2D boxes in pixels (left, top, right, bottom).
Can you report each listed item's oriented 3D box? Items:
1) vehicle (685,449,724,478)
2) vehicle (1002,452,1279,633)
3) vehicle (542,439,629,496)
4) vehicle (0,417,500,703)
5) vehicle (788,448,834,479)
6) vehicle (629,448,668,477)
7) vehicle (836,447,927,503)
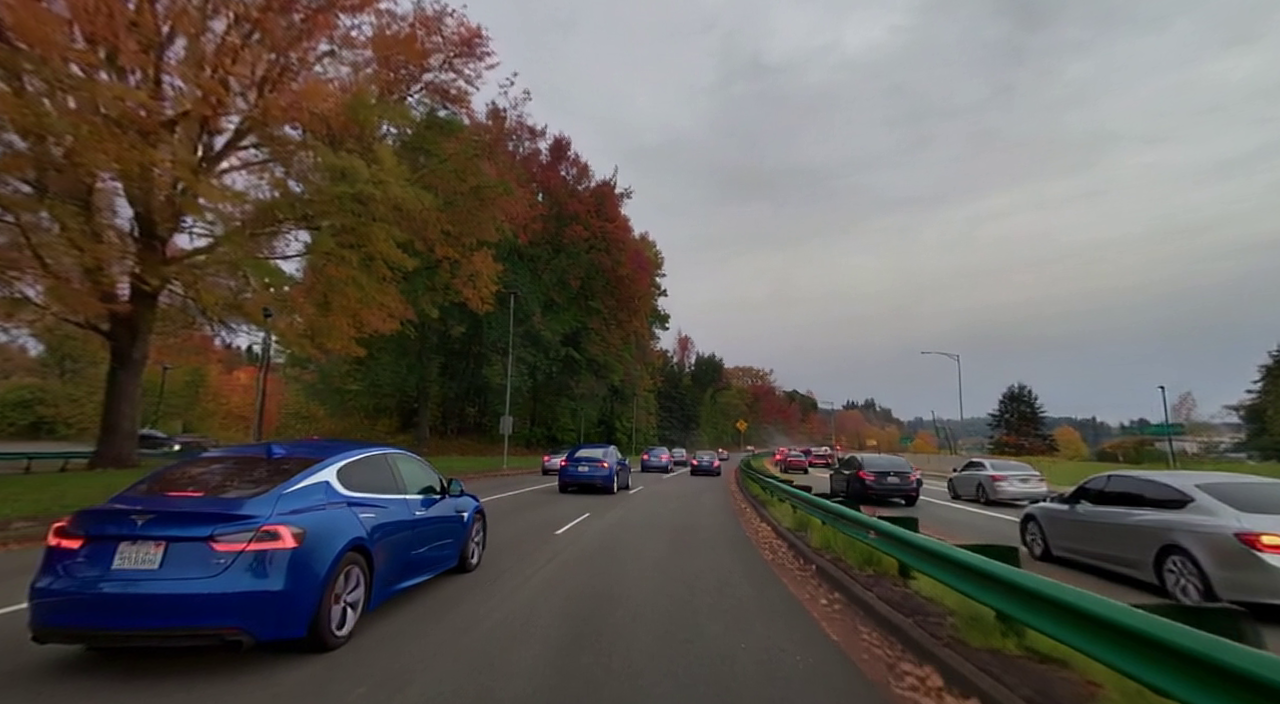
[{"bbox_3d":[3.703,6.282,35.689,2.015,1.506,4.276,-1,-9,8],"label":"vehicle"},{"bbox_3d":[6.548,1.976,7.480,1.869,1.516,4.753,0,-9,3],"label":"vehicle"},{"bbox_3d":[-1.673,3.804,21.091,1.979,1.663,4.513,-1,-9,7],"label":"vehicle"},{"bbox_3d":[-2.847,1.448,5.647,1.921,1.503,4.317,0,-9,4],"label":"vehicle"},{"bbox_3d":[9.796,6.366,36.272,1.890,1.610,4.045,0,-9,6],"label":"vehicle"},{"bbox_3d":[0.611,6.789,39.033,1.930,1.635,4.260,-1,-9,7],"label":"vehicle"},{"bbox_3d":[7.848,3.997,20.889,1.768,1.634,4.064,0,-9,6],"label":"vehicle"}]
